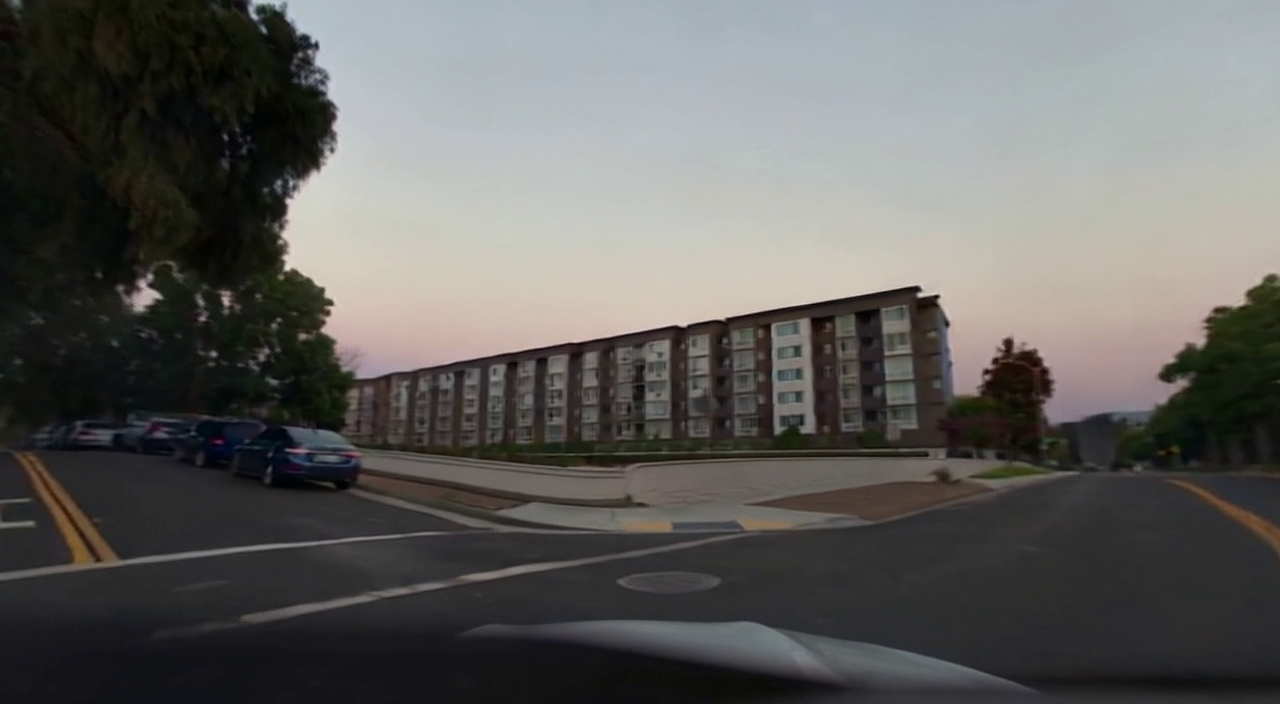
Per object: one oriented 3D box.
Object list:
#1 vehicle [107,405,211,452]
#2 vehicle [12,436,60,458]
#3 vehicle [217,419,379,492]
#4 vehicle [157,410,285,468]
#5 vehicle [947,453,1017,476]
[{"bbox_3d":[-17.132,2.766,22.419,4.402,1.513,1.879,-7,-11,40],"label":"vehicle"},{"bbox_3d":[-41.160,6.475,43.028,4.047,1.451,1.778,-7,-11,40],"label":"vehicle"},{"bbox_3d":[-7.971,2.360,14.575,4.322,1.436,1.827,-8,-12,41],"label":"vehicle"},{"bbox_3d":[-12.173,2.536,18.256,4.393,1.478,1.776,-7,-11,39],"label":"vehicle"},{"bbox_3d":[24.812,8.146,45.932,4.115,1.580,1.702,-7,-11,41],"label":"vehicle"}]
